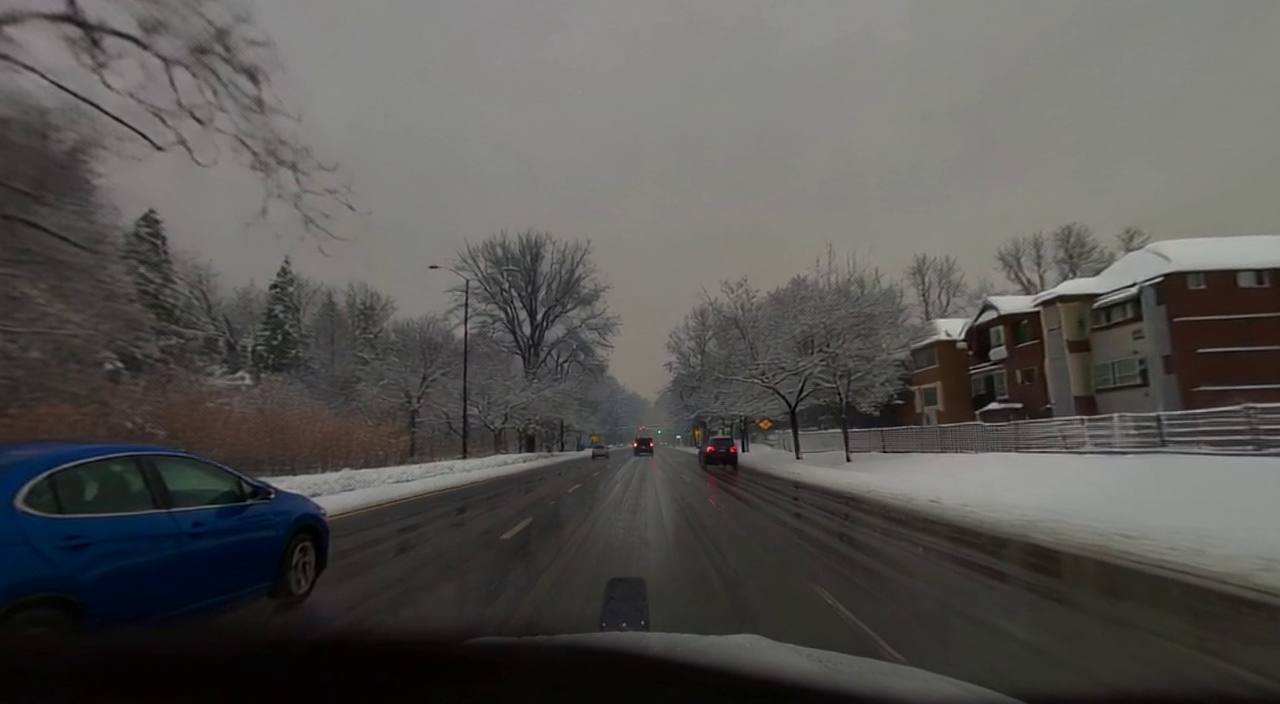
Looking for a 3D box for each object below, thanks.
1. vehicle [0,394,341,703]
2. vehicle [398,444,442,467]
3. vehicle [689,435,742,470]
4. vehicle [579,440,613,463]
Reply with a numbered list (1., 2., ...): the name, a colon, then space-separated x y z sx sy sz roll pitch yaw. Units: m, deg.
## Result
1. vehicle: -3.604 0.963 2.739 2.091 1.503 4.989 0 -8 1
2. vehicle: -17.142 8.050 49.266 1.872 1.703 4.388 0 -8 0
3. vehicle: 3.805 5.163 32.506 2.182 1.688 4.187 0 -8 -1
4. vehicle: -2.963 6.804 43.311 1.940 1.473 4.133 0 -8 1
